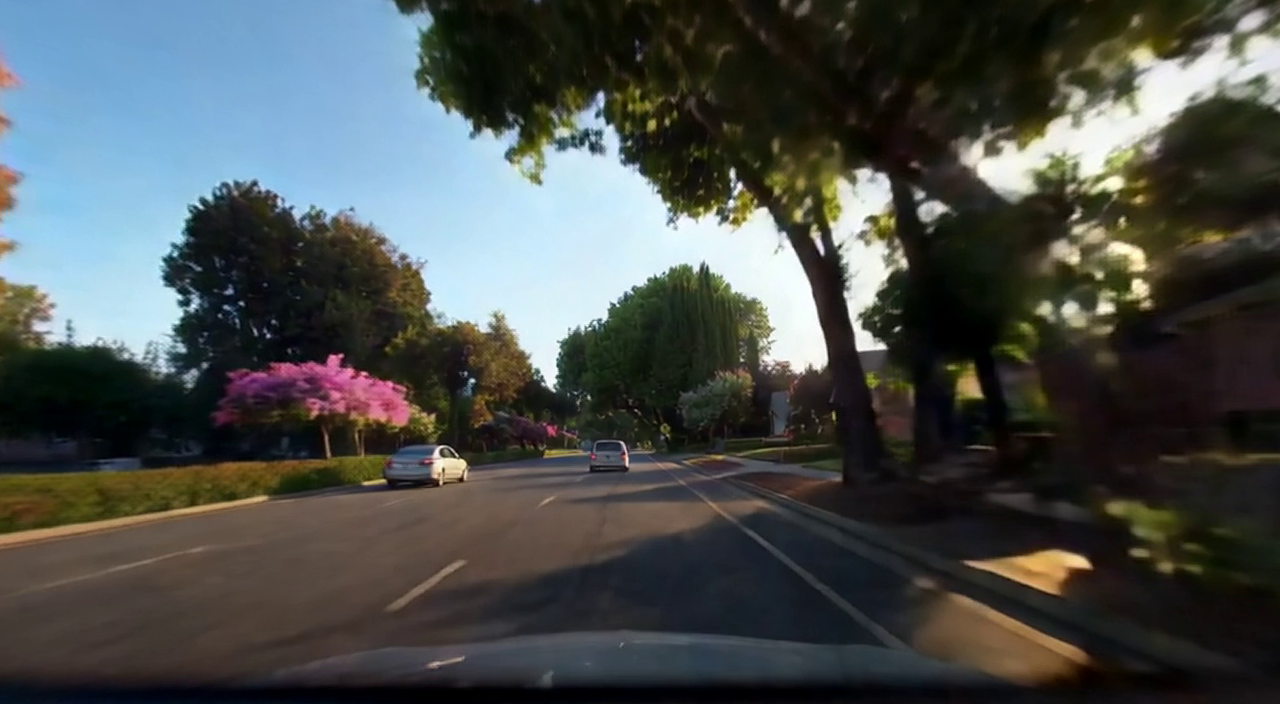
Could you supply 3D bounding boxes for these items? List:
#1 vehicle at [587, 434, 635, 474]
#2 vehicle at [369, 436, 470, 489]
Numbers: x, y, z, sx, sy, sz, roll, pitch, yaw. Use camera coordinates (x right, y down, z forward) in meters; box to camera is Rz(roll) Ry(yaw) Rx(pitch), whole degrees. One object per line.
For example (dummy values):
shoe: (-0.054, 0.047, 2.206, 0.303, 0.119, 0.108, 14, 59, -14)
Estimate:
vehicle: (-1.294, 4.883, 30.577, 2.070, 1.764, 4.552, 0, -8, 0)
vehicle: (-7.717, 3.892, 22.641, 1.993, 1.657, 4.487, 0, -8, 0)
